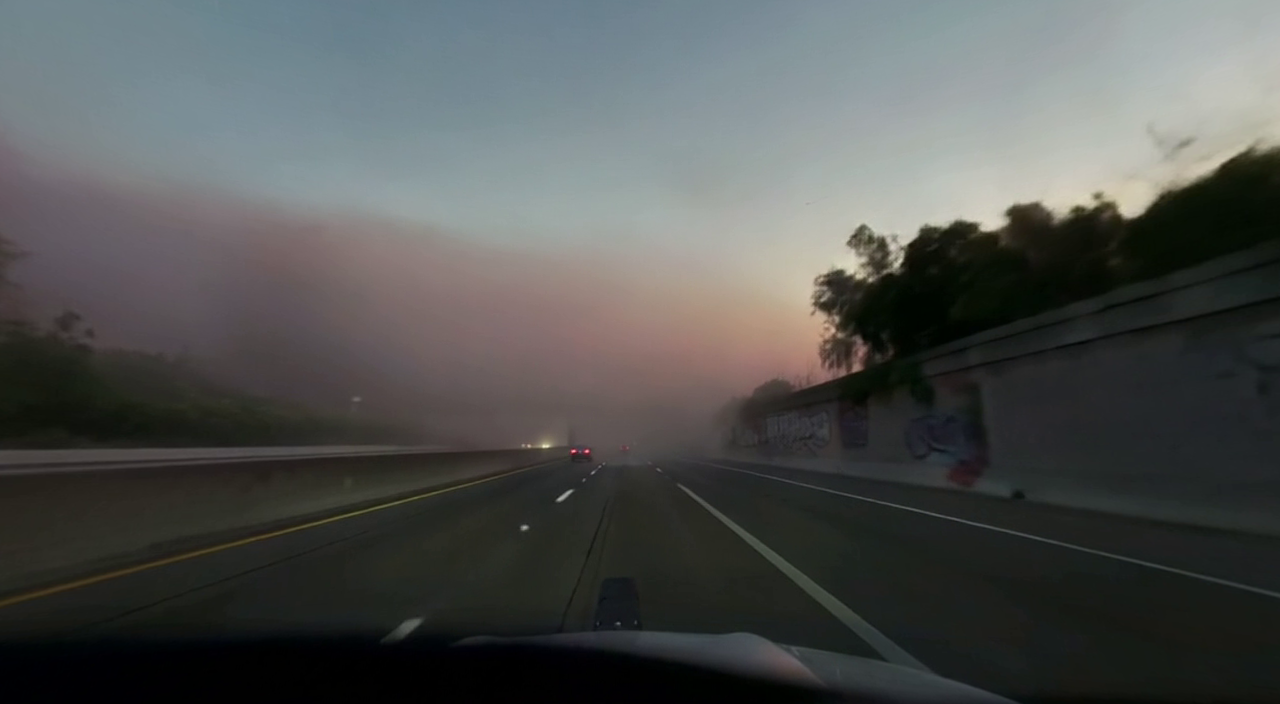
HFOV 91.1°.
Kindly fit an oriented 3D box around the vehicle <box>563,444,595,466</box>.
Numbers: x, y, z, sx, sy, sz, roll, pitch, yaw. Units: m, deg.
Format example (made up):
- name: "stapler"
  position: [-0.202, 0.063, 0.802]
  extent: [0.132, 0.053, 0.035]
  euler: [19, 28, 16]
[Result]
- name: "vehicle"
  position: [-4.211, 7.179, 43.917]
  extent: [1.871, 1.459, 3.771]
  euler: [0, -9, -1]
